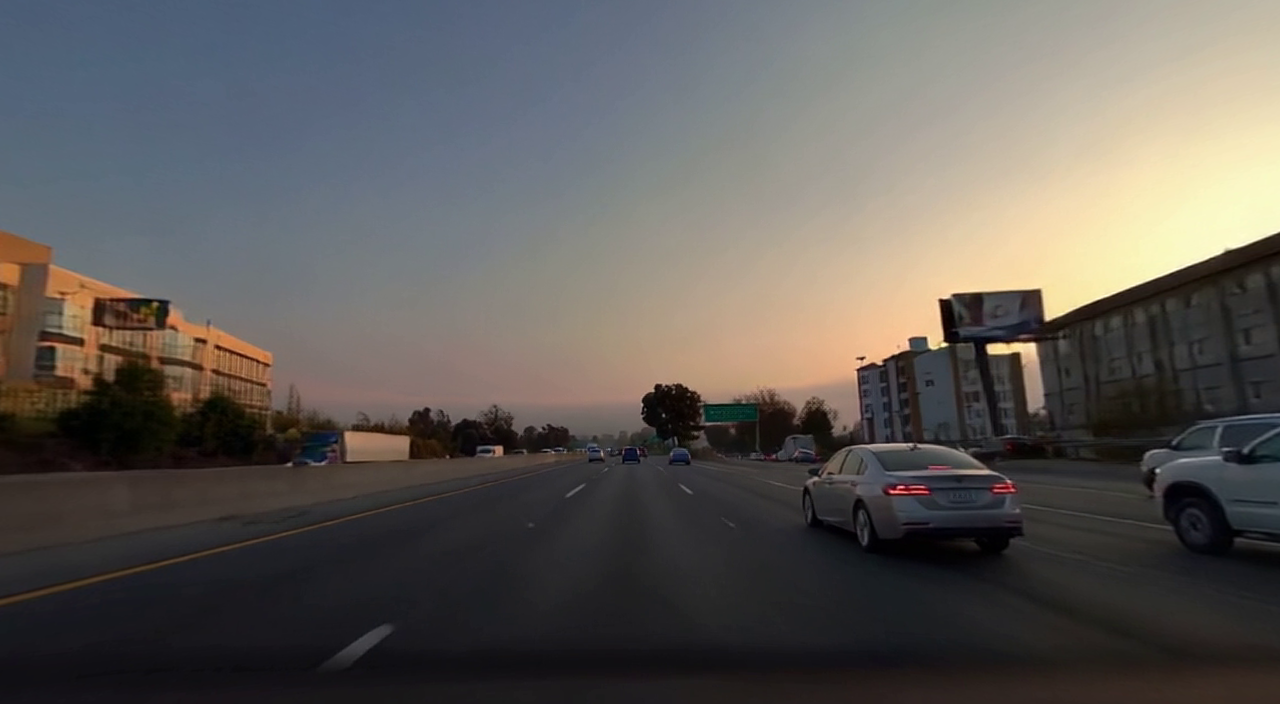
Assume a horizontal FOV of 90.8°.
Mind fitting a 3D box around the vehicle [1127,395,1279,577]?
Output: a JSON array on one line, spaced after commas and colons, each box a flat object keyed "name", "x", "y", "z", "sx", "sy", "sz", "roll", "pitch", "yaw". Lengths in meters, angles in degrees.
[{"name": "vehicle", "x": 7.461, "y": 1.229, "z": 5.686, "sx": 2.176, "sy": 1.793, "sz": 4.841, "roll": 0, "pitch": -9, "yaw": -1}]

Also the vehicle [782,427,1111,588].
[{"name": "vehicle", "x": 3.445, "y": 1.848, "z": 8.342, "sx": 1.987, "sy": 1.509, "sz": 4.512, "roll": 0, "pitch": -9, "yaw": -1}]
